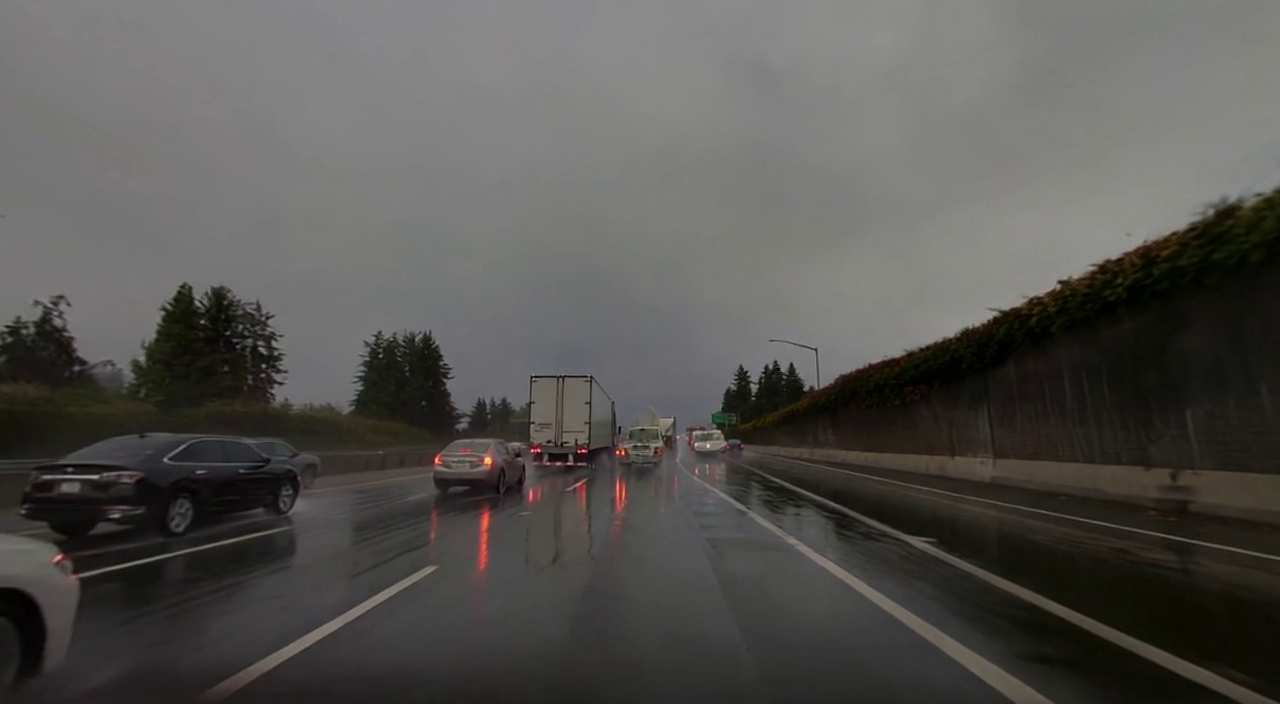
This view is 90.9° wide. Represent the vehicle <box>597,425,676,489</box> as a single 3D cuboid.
[{"bbox_3d":[-0.100,3.405,20.716,2.325,1.864,4.128,0,-8,0],"label":"vehicle"}]

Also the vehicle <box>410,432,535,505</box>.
[{"bbox_3d":[-4.121,2.936,16.281,2.124,1.627,3.863,0,-8,1],"label":"vehicle"}]

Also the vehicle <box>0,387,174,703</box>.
[{"bbox_3d":[-3.759,0.748,1.394,1.866,1.568,4.603,0,-8,1],"label":"vehicle"}]

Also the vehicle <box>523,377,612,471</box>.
[{"bbox_3d":[-3.835,4.818,38.618,3.348,4.469,16.443,-1,-10,1],"label":"vehicle"}]
